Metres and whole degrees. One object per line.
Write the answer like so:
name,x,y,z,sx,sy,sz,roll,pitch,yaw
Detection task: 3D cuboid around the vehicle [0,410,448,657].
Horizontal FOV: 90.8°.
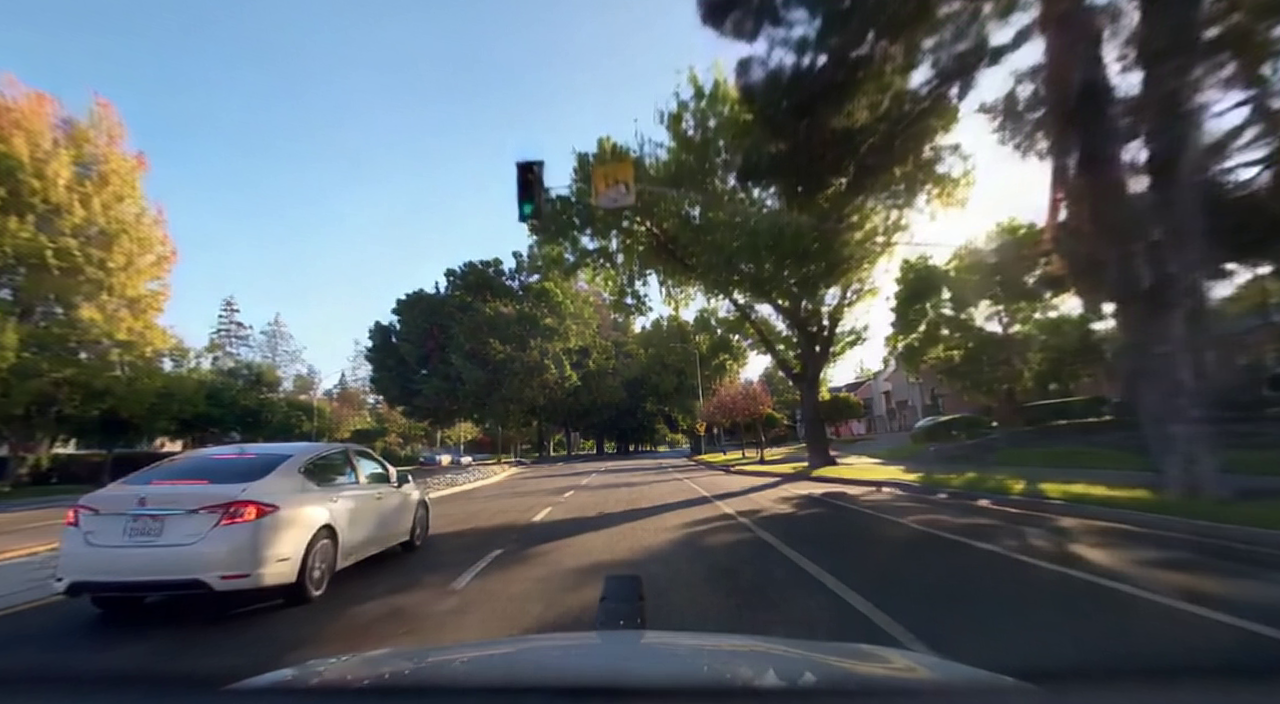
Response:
vehicle,-3.524,1.453,6.150,1.915,1.521,4.283,0,-8,1
